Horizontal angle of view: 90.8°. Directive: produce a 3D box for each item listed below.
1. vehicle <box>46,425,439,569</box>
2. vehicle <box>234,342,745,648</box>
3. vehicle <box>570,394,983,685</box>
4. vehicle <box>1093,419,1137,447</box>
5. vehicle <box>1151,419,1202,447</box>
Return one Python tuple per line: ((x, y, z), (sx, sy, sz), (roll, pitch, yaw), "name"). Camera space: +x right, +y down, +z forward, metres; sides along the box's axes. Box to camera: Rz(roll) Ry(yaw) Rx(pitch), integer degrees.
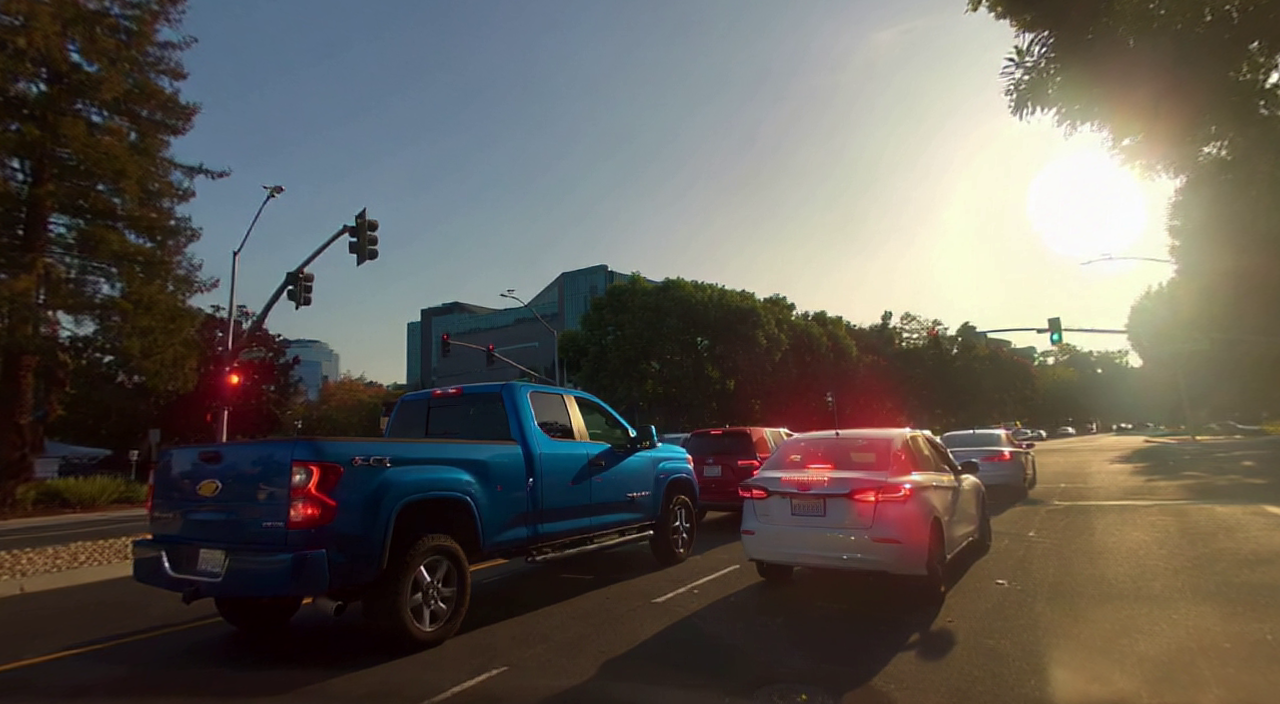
((-5.948, 2.127, 10.193), (1.982, 1.712, 4.862), (-6, -10, 35), "vehicle")
((-0.872, 1.405, 7.460), (2.272, 2.016, 6.146), (-5, -10, 28), "vehicle")
((1.711, 1.375, 5.985), (2.027, 1.549, 4.801), (-6, -10, 35), "vehicle")
((32.845, 5.669, 43.737), (2.160, 1.790, 4.303), (-6, -10, 35), "vehicle")
((35.862, 5.470, 42.275), (2.183, 1.714, 4.491), (-6, -11, 36), "vehicle")
